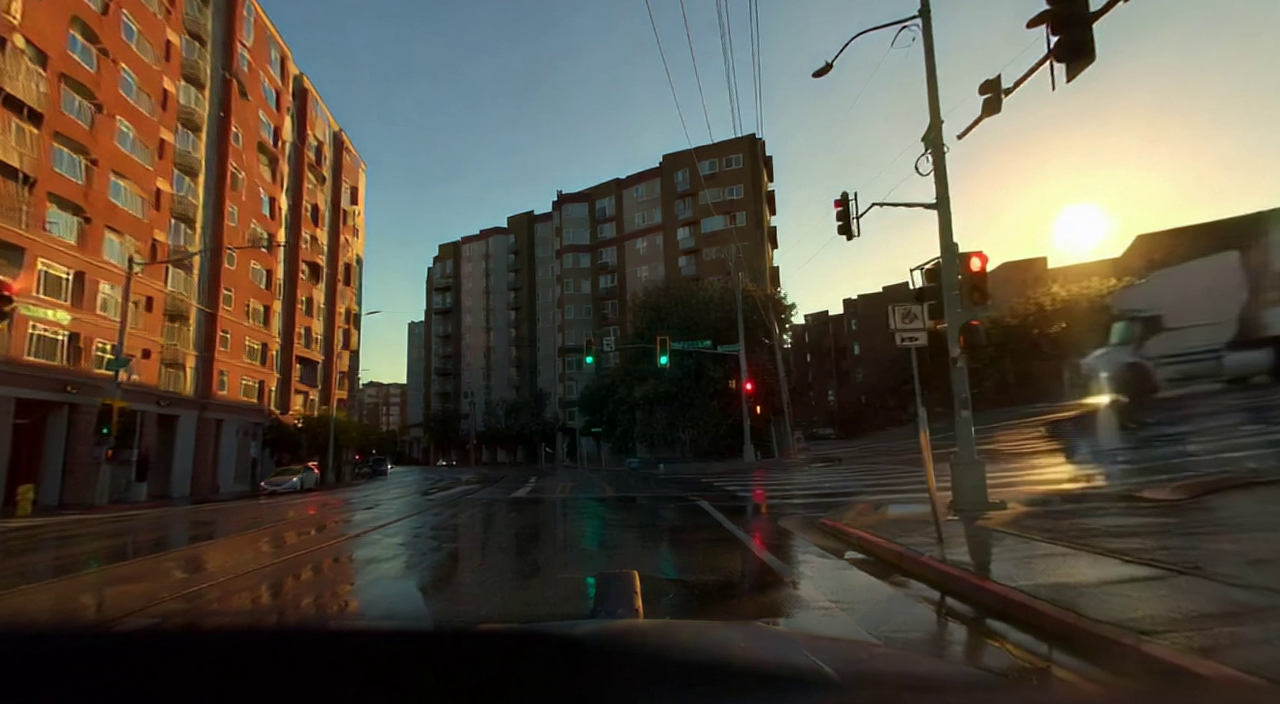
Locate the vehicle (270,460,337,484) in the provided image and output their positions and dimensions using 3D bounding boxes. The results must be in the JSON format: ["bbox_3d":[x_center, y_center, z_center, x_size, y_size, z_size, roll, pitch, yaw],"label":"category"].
[{"bbox_3d":[-24.668,8.806,46.275,3.882,1.600,1.768,0,-9,2],"label":"vehicle"}]
